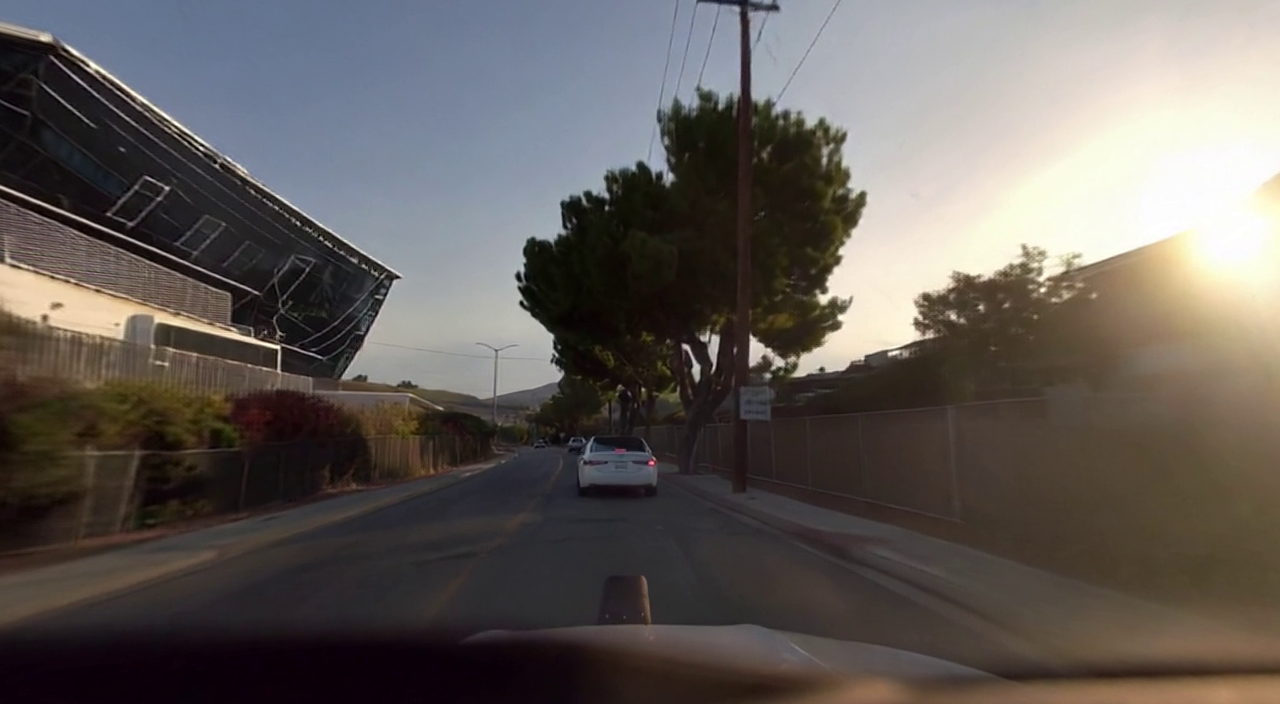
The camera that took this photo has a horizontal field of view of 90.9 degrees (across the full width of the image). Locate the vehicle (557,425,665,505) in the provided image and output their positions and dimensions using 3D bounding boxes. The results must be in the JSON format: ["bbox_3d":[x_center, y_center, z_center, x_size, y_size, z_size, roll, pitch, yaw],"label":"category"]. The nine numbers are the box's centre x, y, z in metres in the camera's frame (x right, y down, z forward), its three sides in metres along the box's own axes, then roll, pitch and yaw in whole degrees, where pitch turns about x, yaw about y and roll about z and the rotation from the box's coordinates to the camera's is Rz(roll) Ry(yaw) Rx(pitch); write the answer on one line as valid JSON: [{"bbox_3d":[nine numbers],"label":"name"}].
[{"bbox_3d":[-0.688,2.422,14.006,2.060,1.487,3.920,0,-8,-4],"label":"vehicle"}]
